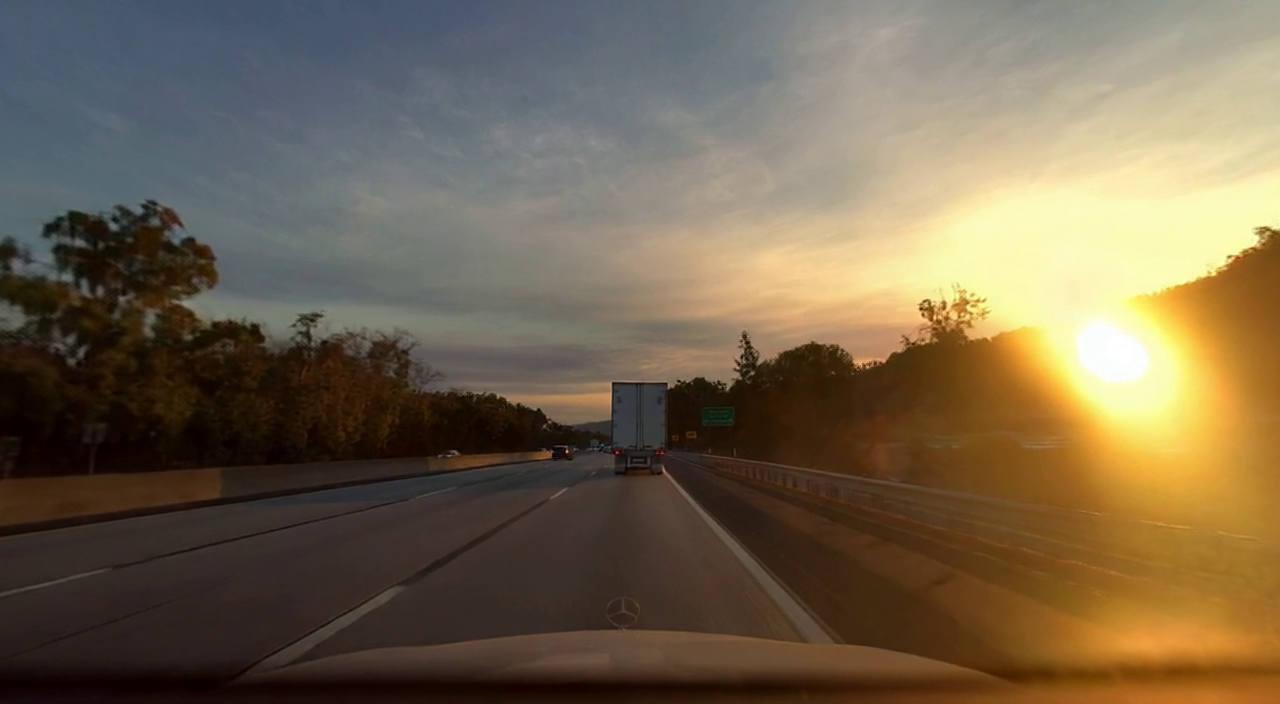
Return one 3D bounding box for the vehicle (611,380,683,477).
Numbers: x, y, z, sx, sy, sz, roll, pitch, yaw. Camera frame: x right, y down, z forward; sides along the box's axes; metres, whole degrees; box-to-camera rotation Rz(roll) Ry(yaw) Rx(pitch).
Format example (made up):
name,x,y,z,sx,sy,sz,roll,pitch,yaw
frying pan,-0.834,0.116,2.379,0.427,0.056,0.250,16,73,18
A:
name,x,y,z,sx,sy,sz,roll,pitch,yaw
vehicle,0.171,4.107,32.769,3.052,4.132,11.336,0,-9,-1
